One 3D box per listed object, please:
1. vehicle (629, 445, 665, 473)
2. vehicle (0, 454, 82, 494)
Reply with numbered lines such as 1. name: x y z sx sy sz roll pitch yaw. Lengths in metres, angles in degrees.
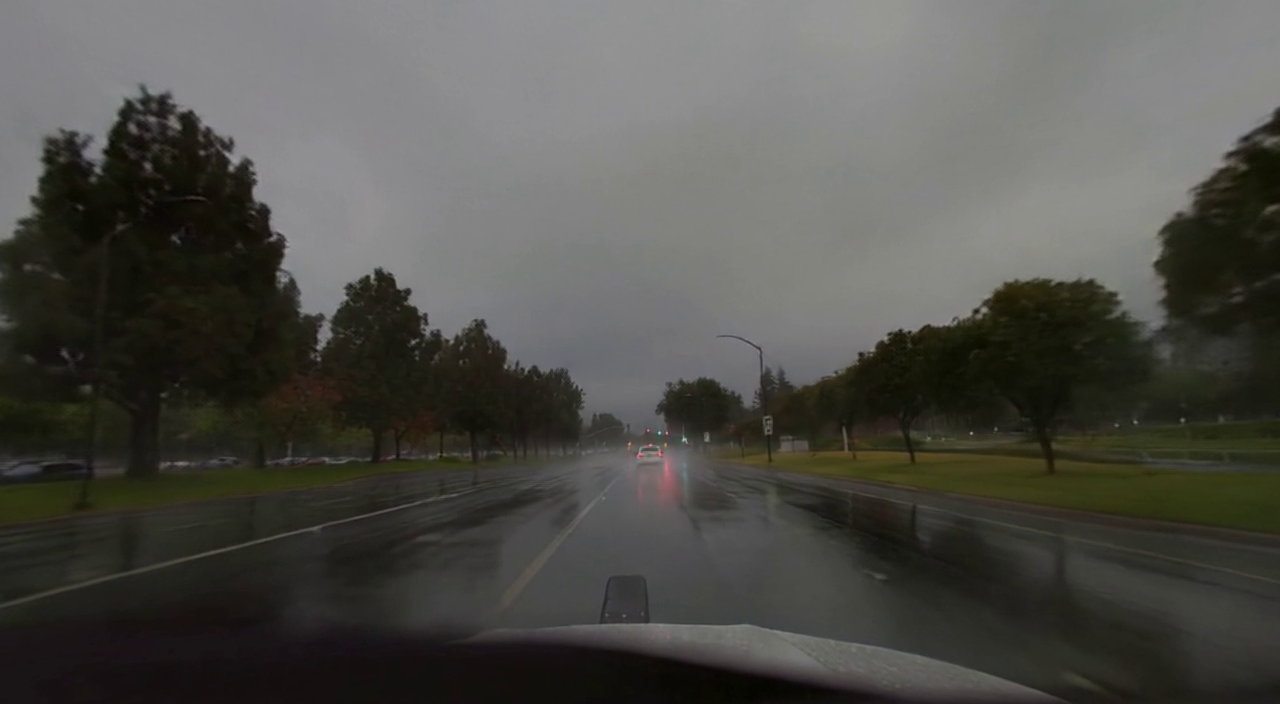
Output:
1. vehicle: 0.384 6.185 36.603 1.978 1.499 3.915 0 -8 0
2. vehicle: -29.861 5.860 30.150 4.508 1.698 2.101 -4 -9 5
